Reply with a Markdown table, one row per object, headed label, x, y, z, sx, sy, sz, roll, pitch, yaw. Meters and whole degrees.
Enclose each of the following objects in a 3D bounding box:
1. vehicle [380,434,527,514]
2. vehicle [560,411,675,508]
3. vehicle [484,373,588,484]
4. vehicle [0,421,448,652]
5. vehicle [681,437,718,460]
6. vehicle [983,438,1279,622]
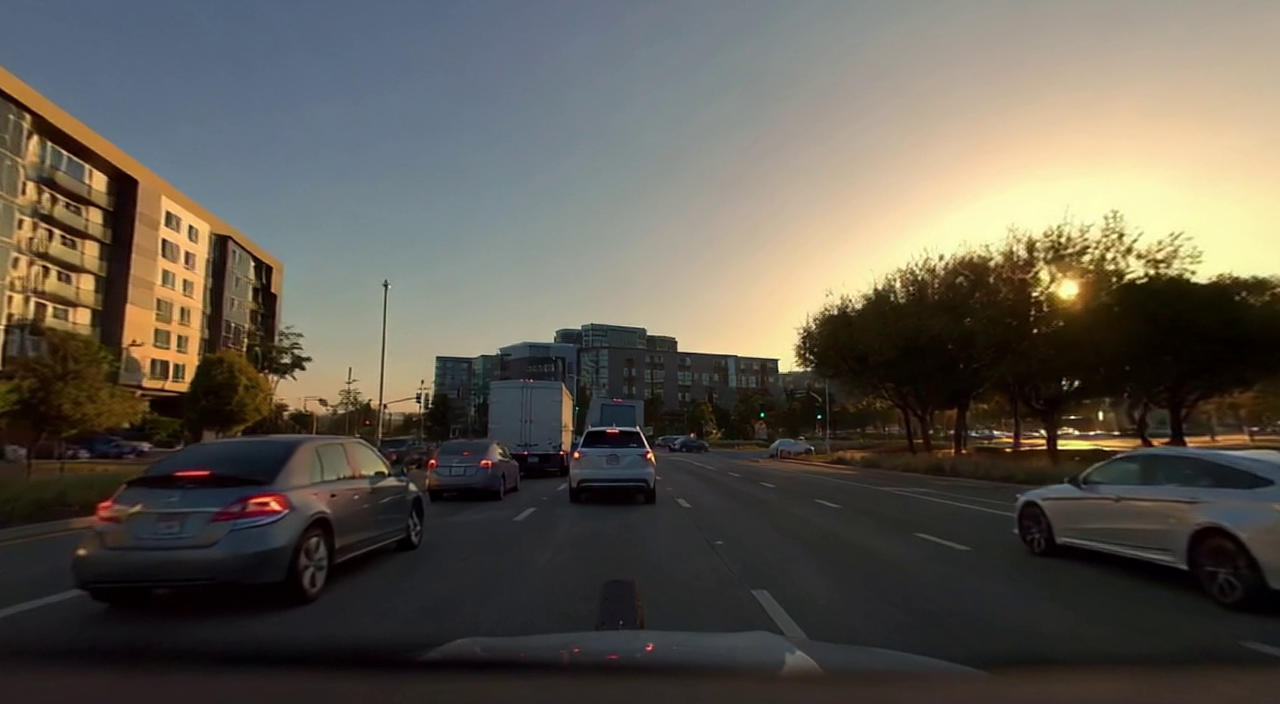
| label | x | y | z | sx | sy | sz | roll | pitch | yaw |
| --- | --- | --- | --- | --- | --- | --- | --- | --- | --- |
| vehicle | -3.865 | 2.587 | 13.961 | 1.932 | 1.472 | 4.312 | 0 | -8 | 0 |
| vehicle | -0.509 | 2.446 | 14.744 | 2.260 | 1.872 | 4.578 | 0 | -8 | -2 |
| vehicle | -4.073 | 3.562 | 28.239 | 2.918 | 3.741 | 13.683 | 0 | -8 | -2 |
| vehicle | -3.520 | 1.497 | 6.254 | 1.904 | 1.460 | 4.300 | 0 | -8 | -1 |
| vehicle | 4.091 | 6.728 | 44.226 | 1.967 | 1.480 | 4.286 | 0 | -8 | -3 |
| vehicle | 5.995 | 1.620 | 6.504 | 2.077 | 1.424 | 4.869 | 0 | -8 | -2 |
